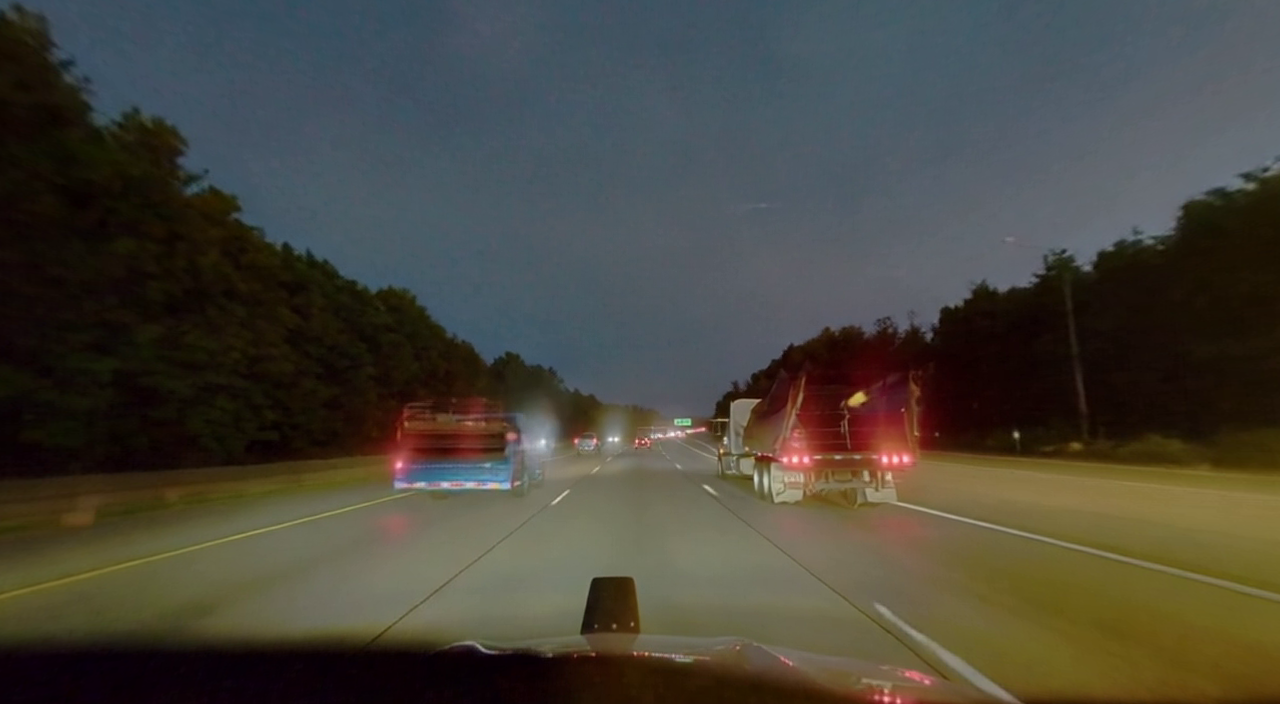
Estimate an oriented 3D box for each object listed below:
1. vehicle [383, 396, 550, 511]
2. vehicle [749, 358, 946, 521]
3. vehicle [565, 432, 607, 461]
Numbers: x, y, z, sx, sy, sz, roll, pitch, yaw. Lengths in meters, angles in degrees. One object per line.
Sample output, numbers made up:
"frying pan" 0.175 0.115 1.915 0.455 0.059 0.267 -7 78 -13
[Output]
"vehicle" -3.355 2.080 13.362 2.204 1.991 4.720 0 -8 -1
"vehicle" 3.630 1.647 12.041 2.256 2.568 4.049 0 -8 -1
"vehicle" -3.048 5.423 36.413 2.008 1.588 4.147 0 -8 1
